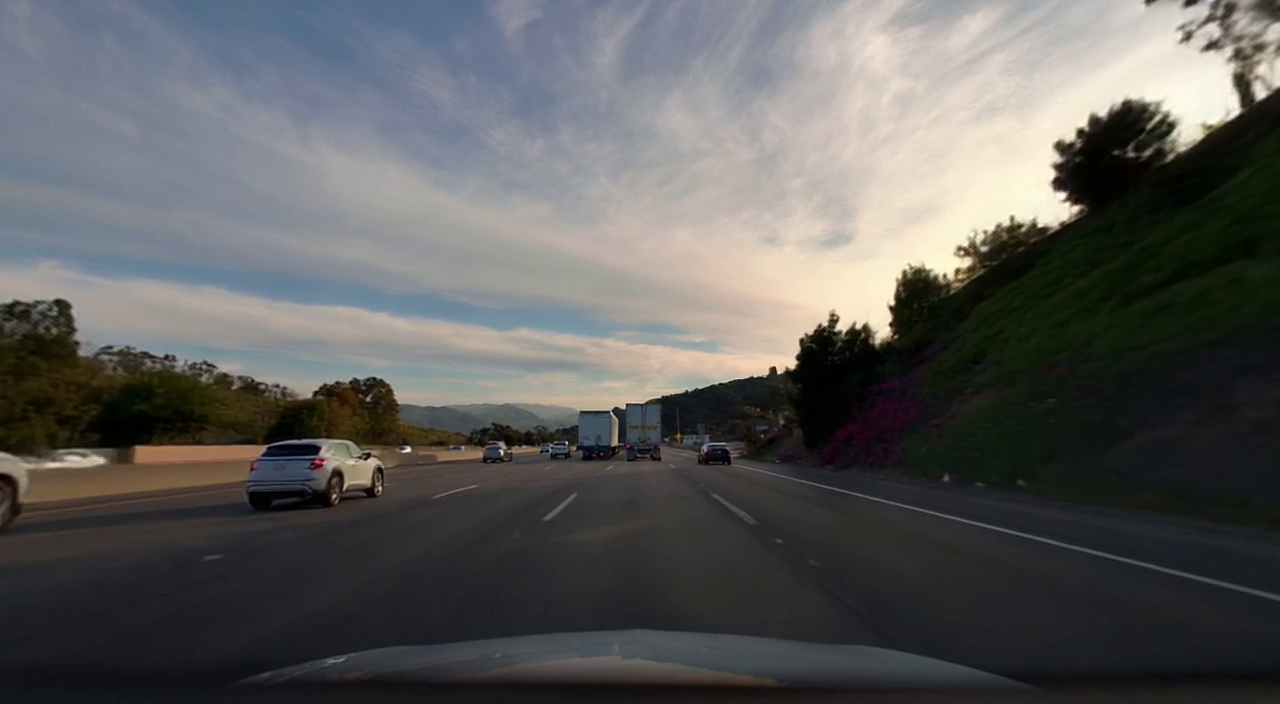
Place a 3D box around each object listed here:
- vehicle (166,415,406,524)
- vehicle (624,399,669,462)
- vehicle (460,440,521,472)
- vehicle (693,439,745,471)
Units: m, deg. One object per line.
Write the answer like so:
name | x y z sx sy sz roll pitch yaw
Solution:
vehicle | -6.616 2.244 12.563 2.122 1.754 4.379 0 -8 1
vehicle | 0.368 5.986 47.316 2.969 4.104 10.906 0 -8 0
vehicle | -7.428 5.215 31.845 1.891 1.460 4.506 0 -8 1
vehicle | 3.904 5.152 31.788 2.006 1.452 4.246 0 -8 -1
